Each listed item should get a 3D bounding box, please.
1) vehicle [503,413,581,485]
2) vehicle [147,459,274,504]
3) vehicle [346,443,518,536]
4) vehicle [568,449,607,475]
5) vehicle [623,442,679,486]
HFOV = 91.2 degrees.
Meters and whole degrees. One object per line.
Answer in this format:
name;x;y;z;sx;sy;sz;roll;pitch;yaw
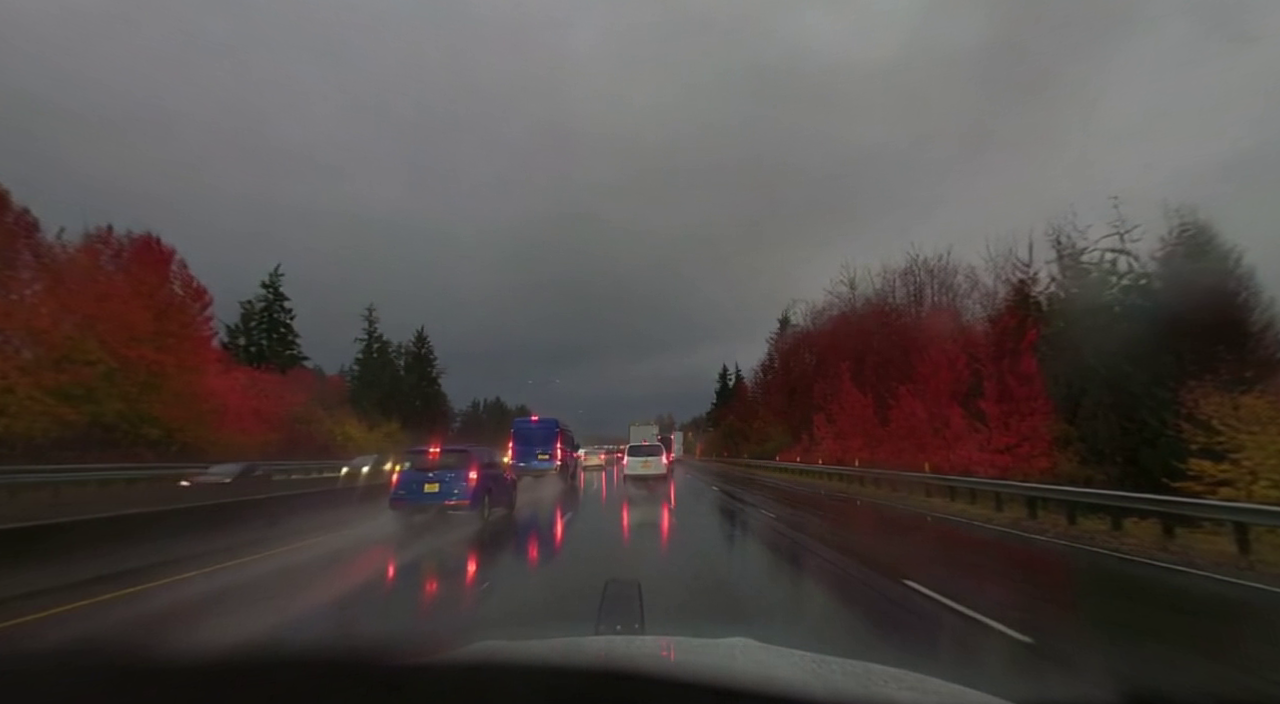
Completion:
vehicle;-3.992;4.129;26.757;2.275;2.692;5.810;0;-9;1
vehicle;-17.104;5.155;25.276;1.889;1.537;4.361;-1;-9;2
vehicle;-3.781;2.550;12.257;1.977;1.485;3.973;0;-9;0
vehicle;-3.252;6.923;39.656;2.015;1.496;4.312;0;-9;1
vehicle;0.444;4.689;26.409;2.195;1.679;4.070;0;-9;0
